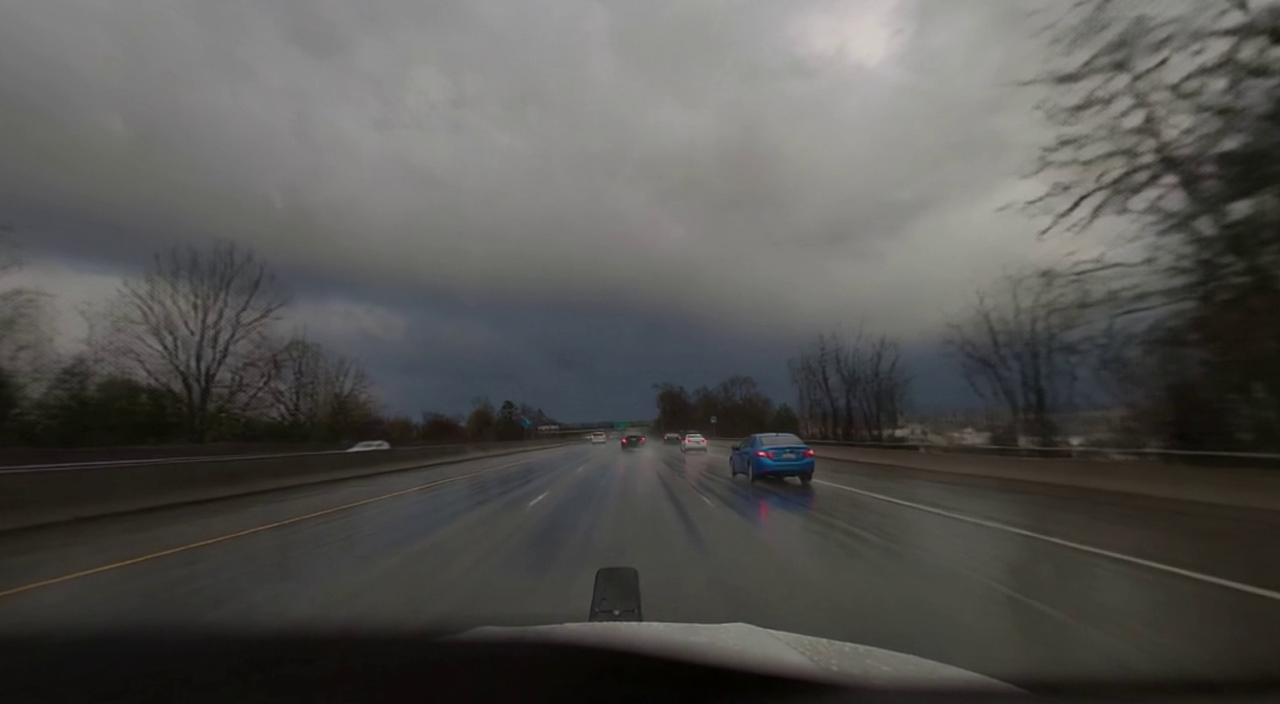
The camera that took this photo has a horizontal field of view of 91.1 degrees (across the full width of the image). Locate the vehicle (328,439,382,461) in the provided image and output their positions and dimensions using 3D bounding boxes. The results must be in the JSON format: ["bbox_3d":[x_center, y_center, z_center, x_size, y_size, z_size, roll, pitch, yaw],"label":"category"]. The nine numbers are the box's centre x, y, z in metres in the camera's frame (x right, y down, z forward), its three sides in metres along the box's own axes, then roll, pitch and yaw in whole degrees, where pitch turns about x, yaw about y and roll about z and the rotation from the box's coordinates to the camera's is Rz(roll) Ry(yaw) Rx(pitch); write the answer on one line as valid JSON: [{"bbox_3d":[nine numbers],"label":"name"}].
[{"bbox_3d":[-21.122,7.246,46.830,1.905,1.558,4.454,0,-8,0],"label":"vehicle"}]

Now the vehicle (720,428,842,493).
[{"bbox_3d":[3.542,2.814,16.808,2.056,1.479,4.660,0,-8,-2],"label":"vehicle"}]

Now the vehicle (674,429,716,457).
[{"bbox_3d":[3.404,5.708,39.553,2.098,1.677,4.275,0,-8,-2],"label":"vehicle"}]

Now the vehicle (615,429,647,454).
[{"bbox_3d":[-0.647,6.369,44.746,2.182,1.680,4.253,0,-8,-1],"label":"vehicle"}]
